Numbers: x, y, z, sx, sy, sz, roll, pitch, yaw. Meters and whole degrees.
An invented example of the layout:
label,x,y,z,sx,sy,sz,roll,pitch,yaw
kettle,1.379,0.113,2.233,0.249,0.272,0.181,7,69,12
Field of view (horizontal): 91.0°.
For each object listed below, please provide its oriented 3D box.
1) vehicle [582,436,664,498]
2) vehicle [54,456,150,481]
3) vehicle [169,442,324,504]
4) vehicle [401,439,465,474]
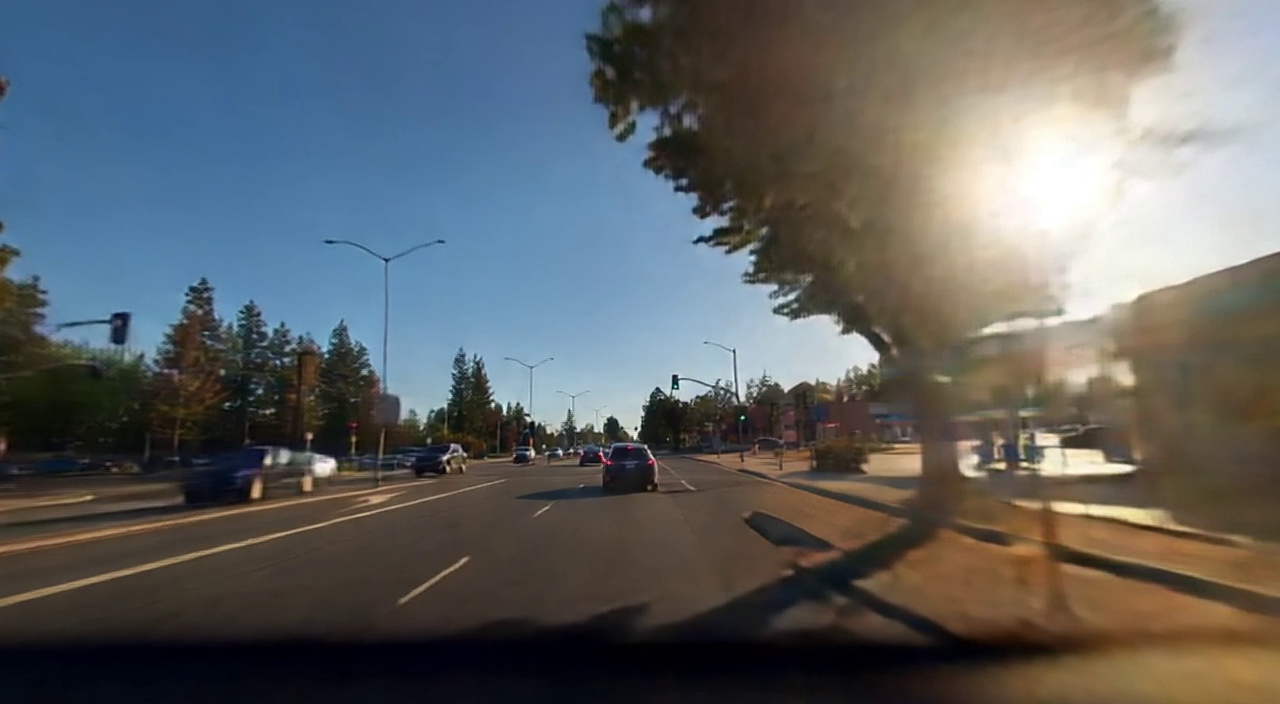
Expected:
label,x,y,z,sx,sy,sz,roll,pitch,yaw
vehicle,-0.429,3.230,18.093,2.062,1.519,4.214,0,-8,0
vehicle,-35.234,7.654,41.312,4.377,1.521,1.965,1,-8,-3
vehicle,-12.124,3.710,19.845,1.999,1.695,4.334,0,-9,1
vehicle,-12.639,6.386,38.810,2.161,1.950,4.962,0,-8,1
